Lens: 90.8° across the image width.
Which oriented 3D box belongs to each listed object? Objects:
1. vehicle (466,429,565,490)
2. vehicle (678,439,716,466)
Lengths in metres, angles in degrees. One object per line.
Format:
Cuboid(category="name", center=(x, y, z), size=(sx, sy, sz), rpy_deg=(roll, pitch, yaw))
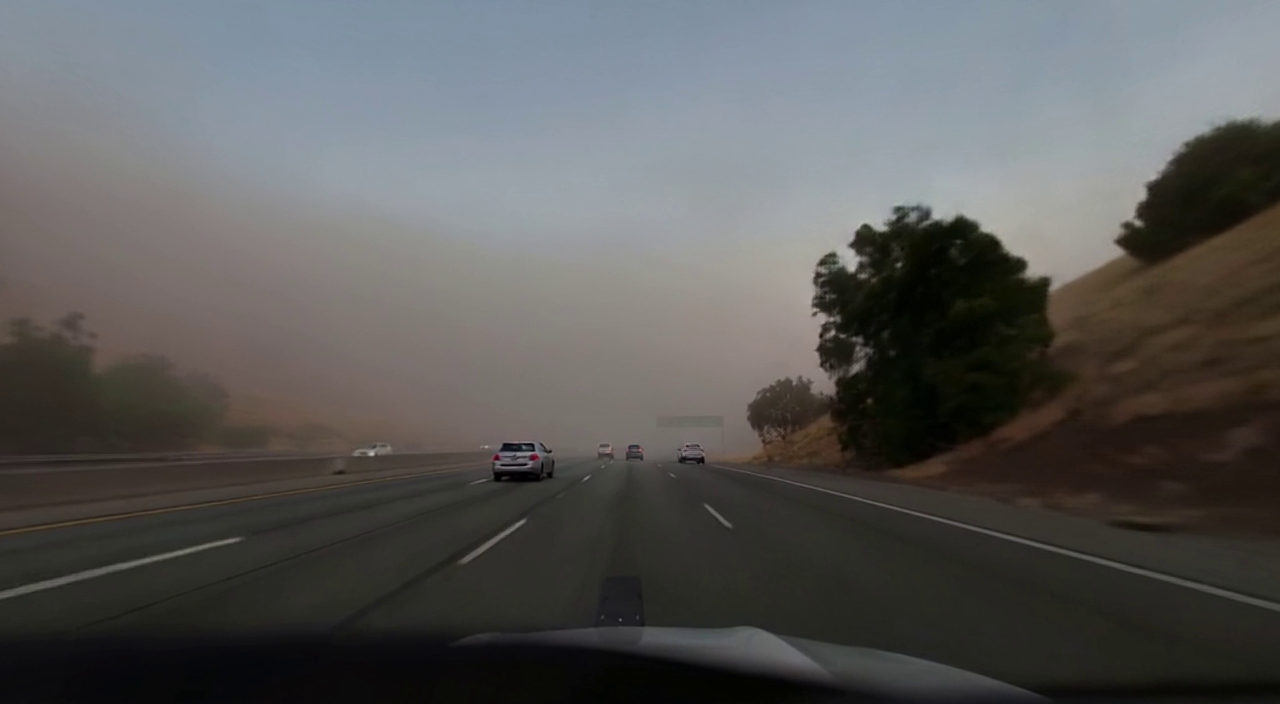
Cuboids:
Cuboid(category="vehicle", center=(-3.743, 3.341, 19.962), size=(2.166, 1.700, 4.661), rpy_deg=(0, -8, 0))
Cuboid(category="vehicle", center=(3.971, 7.117, 45.013), size=(2.164, 1.788, 4.500), rpy_deg=(0, -8, -1))
